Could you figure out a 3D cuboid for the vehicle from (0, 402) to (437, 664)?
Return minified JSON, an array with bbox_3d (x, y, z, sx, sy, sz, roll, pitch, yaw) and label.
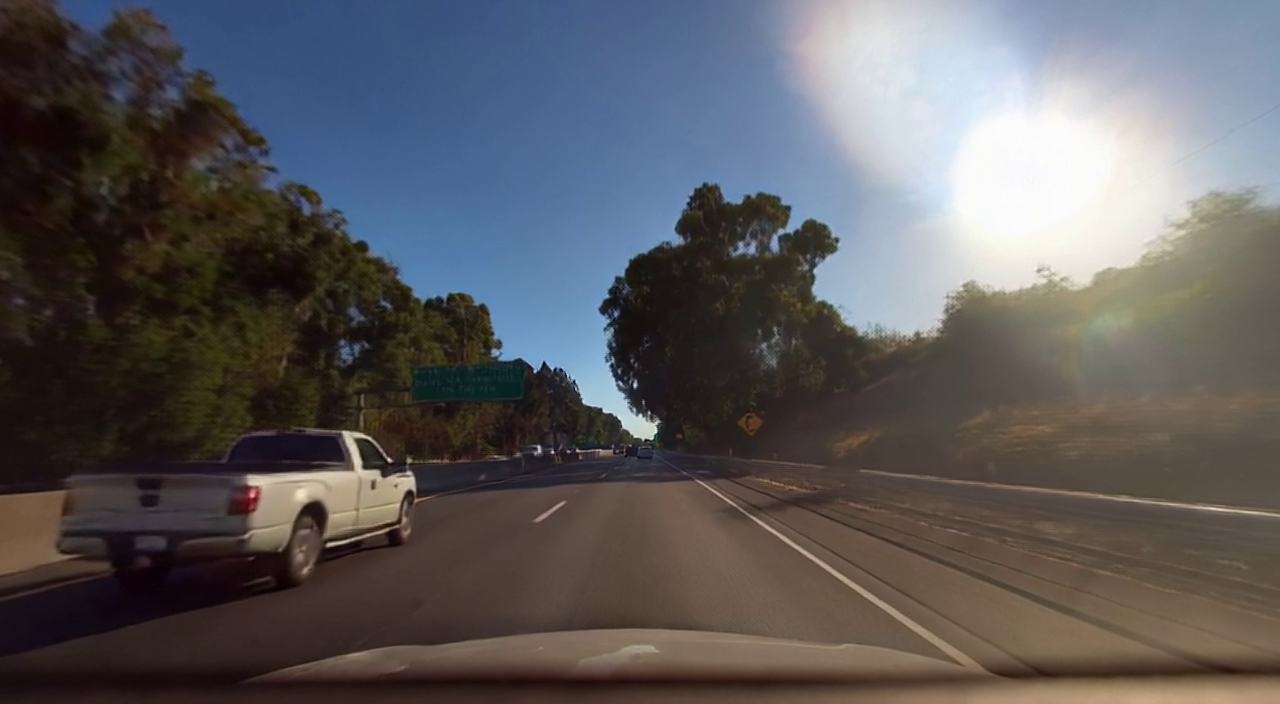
[{"bbox_3d":[-3.625,1.438,6.036,2.009,1.638,3.968,0,-9,0],"label":"vehicle"}]
